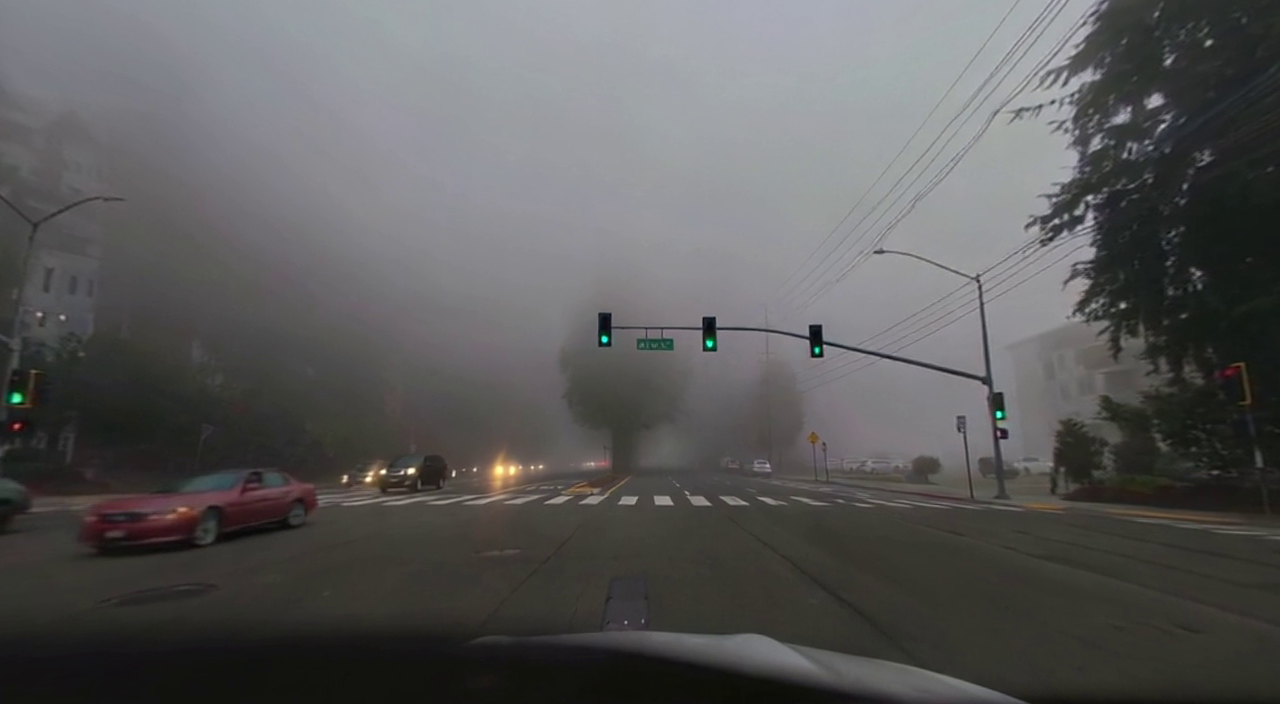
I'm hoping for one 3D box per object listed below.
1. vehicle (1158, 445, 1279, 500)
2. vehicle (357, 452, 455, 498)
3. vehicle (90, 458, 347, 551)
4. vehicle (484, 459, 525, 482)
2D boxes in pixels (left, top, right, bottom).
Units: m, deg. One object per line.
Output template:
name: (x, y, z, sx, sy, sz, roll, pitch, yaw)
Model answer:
vehicle: (25.395, 4.943, 26.235, 2.177, 2.086, 5.514, 2, -9, -14)
vehicle: (-10.470, 5.505, 28.744, 2.249, 1.825, 5.378, 0, -9, 2)
vehicle: (-7.824, 2.817, 12.360, 1.958, 1.415, 4.312, 0, -9, 2)
vehicle: (-9.937, 8.717, 46.555, 1.899, 1.464, 4.418, 0, -9, 2)
